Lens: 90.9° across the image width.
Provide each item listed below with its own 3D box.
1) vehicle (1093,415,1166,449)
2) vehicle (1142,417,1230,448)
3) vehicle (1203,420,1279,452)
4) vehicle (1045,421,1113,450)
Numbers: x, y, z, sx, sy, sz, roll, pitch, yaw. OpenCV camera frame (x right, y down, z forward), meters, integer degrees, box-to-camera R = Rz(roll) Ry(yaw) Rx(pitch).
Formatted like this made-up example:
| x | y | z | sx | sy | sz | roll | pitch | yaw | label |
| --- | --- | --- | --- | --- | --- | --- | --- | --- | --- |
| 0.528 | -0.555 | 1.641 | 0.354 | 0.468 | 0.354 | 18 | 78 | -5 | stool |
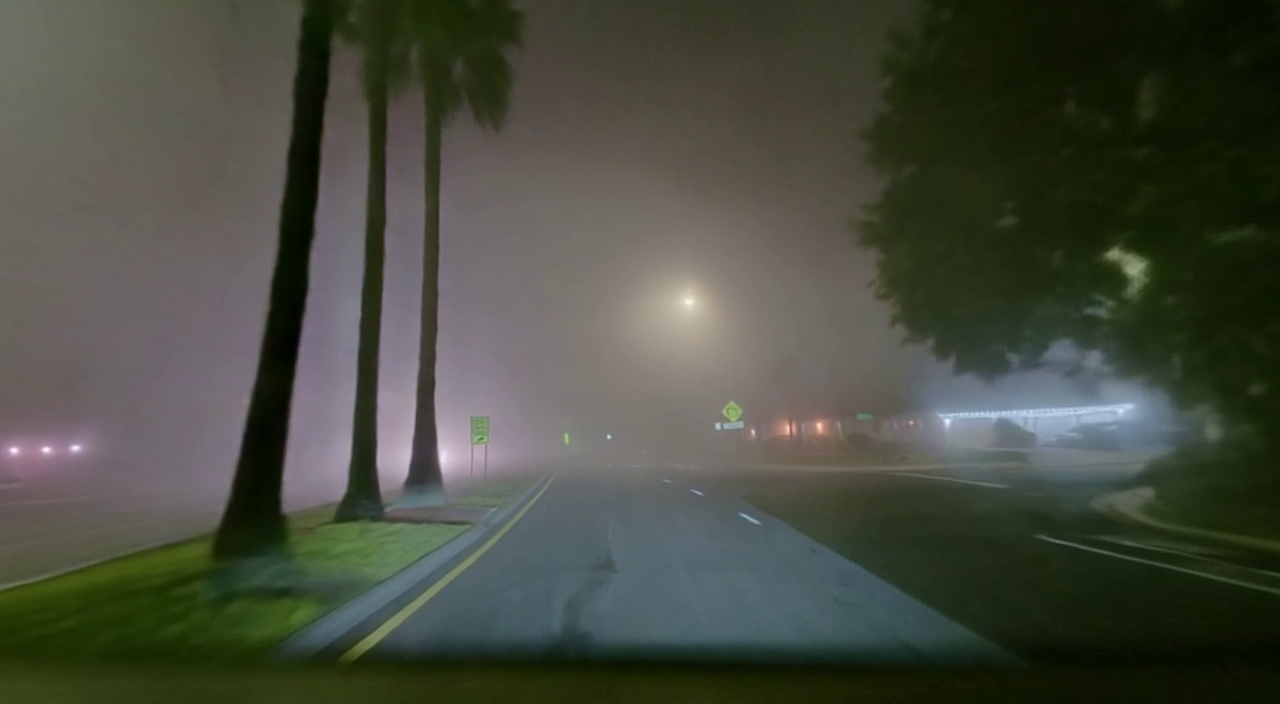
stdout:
| x | y | z | sx | sy | sz | roll | pitch | yaw | label |
| --- | --- | --- | --- | --- | --- | --- | --- | --- | --- |
| 26.899 | 4.412 | 34.826 | 1.994 | 1.714 | 4.222 | -2 | -7 | 21 | vehicle |
| 30.636 | 4.557 | 35.484 | 1.798 | 1.621 | 3.735 | -1 | -9 | 6 | vehicle |
| 33.376 | 4.599 | 34.455 | 1.854 | 1.512 | 4.082 | -6 | -10 | 11 | vehicle |
| 24.643 | 4.684 | 35.516 | 1.702 | 1.536 | 3.896 | -1 | -7 | 12 | vehicle |
